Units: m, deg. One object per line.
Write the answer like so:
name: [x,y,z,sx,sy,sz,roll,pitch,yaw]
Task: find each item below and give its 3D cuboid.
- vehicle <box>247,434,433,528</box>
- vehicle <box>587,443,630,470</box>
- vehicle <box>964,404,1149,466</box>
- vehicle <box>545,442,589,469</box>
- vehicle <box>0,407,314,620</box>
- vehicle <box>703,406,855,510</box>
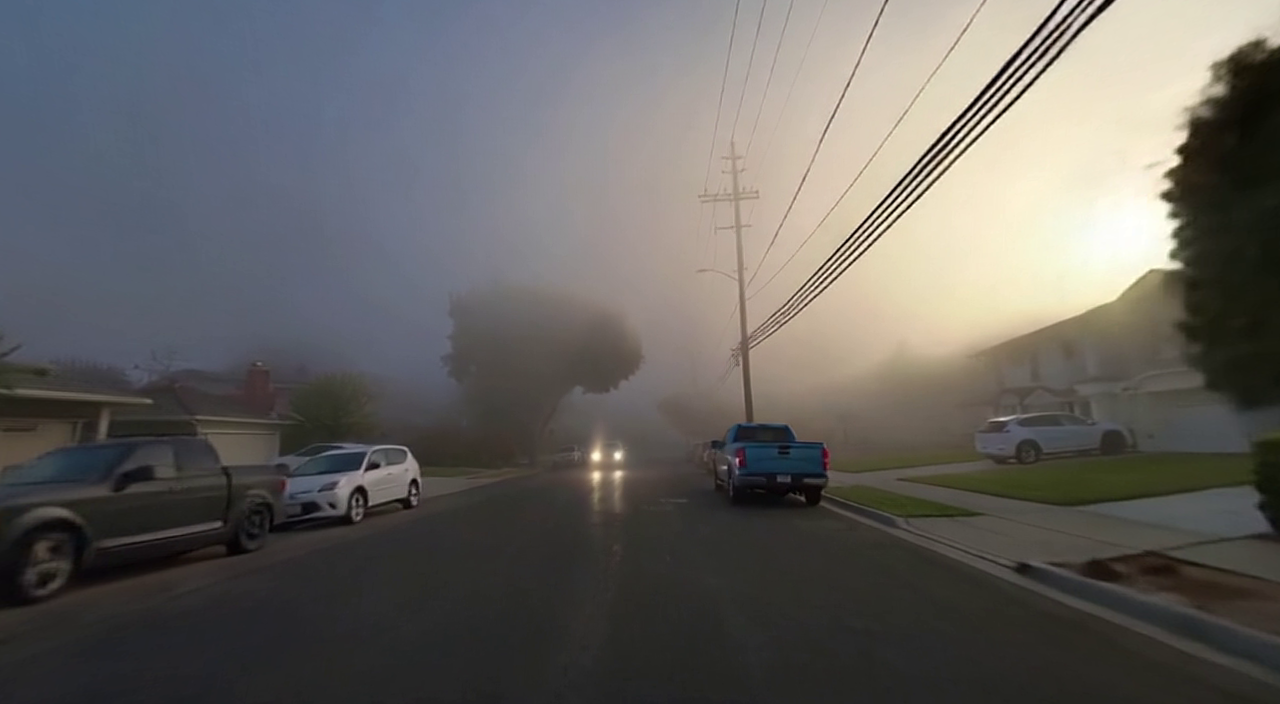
vehicle: [-6.545,2.842,14.483,1.930,1.784,4.474,0,-9,2]
vehicle: [-1.863,6.401,39.002,2.213,1.548,4.370,-1,-9,4]
vehicle: [14.369,2.918,22.065,4.778,1.903,2.205,-2,-9,0]
vehicle: [-5.050,7.279,44.375,2.226,1.768,4.780,-1,-9,4]
vehicle: [-6.749,1.859,8.304,2.252,1.944,4.714,0,-9,2]
vehicle: [3.042,2.580,15.678,2.437,2.015,6.511,0,-9,1]
